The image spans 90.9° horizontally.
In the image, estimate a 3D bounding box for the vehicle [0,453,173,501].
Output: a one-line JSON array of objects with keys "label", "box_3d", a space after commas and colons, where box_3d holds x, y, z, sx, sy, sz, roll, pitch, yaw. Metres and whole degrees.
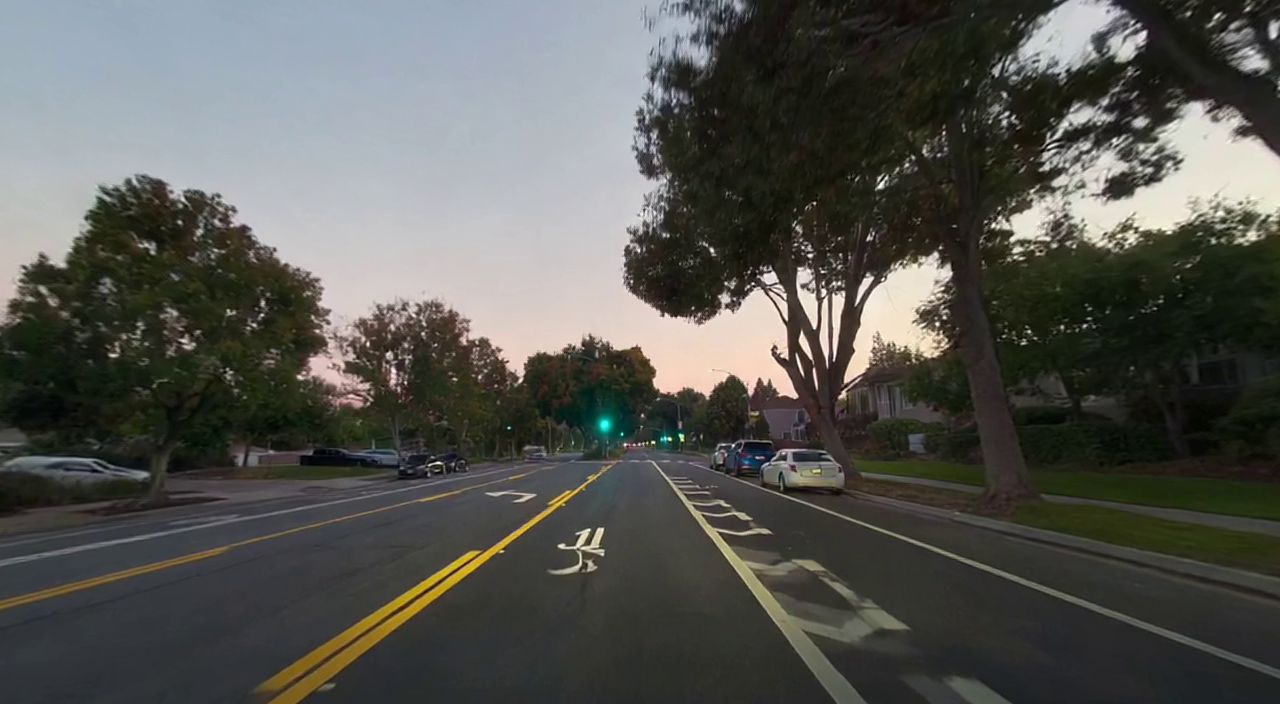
[{"label": "vehicle", "box_3d": [-20.029, 4.409, 22.507, 4.722, 1.549, 2.412, 0, -8, -1]}]

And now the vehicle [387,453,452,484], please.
[{"label": "vehicle", "box_3d": [-12.497, 6.611, 36.053, 1.983, 1.513, 4.662, -1, -8, 1]}]

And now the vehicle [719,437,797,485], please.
[{"label": "vehicle", "box_3d": [4.808, 4.520, 26.569, 2.218, 1.789, 5.146, 0, -8, -1]}]

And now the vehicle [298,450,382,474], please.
[{"label": "vehicle", "box_3d": [-20.839, 7.641, 43.919, 4.715, 1.560, 2.131, 0, -9, -1]}]

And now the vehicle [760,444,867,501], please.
[{"label": "vehicle", "box_3d": [4.919, 3.457, 18.594, 1.928, 1.431, 4.570, 0, -8, 1]}]
